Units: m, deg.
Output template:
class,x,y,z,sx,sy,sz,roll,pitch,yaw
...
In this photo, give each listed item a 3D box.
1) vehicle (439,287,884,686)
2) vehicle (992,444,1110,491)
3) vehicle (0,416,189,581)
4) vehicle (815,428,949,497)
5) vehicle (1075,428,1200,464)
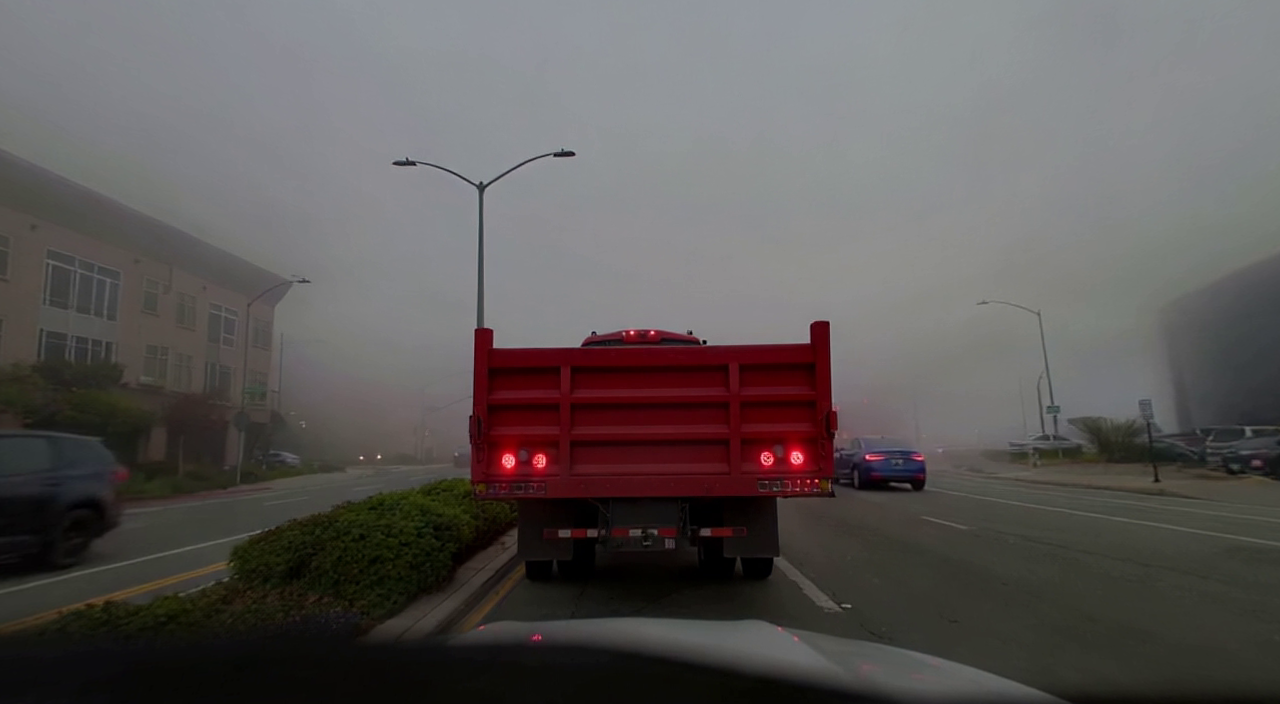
class,x,y,z,sx,sy,sz,roll,pitch,yaw
vehicle,0.269,1.294,7.390,2.650,2.391,7.008,-1,-8,3
vehicle,14.305,4.006,22.222,1.702,1.475,3.670,-1,-8,1
vehicle,-7.976,1.651,7.210,2.052,1.772,4.838,0,-8,0
vehicle,7.099,3.288,19.187,2.160,1.772,4.883,-1,-8,1
vehicle,23.113,4.383,29.425,4.171,1.614,1.894,-1,-8,1
